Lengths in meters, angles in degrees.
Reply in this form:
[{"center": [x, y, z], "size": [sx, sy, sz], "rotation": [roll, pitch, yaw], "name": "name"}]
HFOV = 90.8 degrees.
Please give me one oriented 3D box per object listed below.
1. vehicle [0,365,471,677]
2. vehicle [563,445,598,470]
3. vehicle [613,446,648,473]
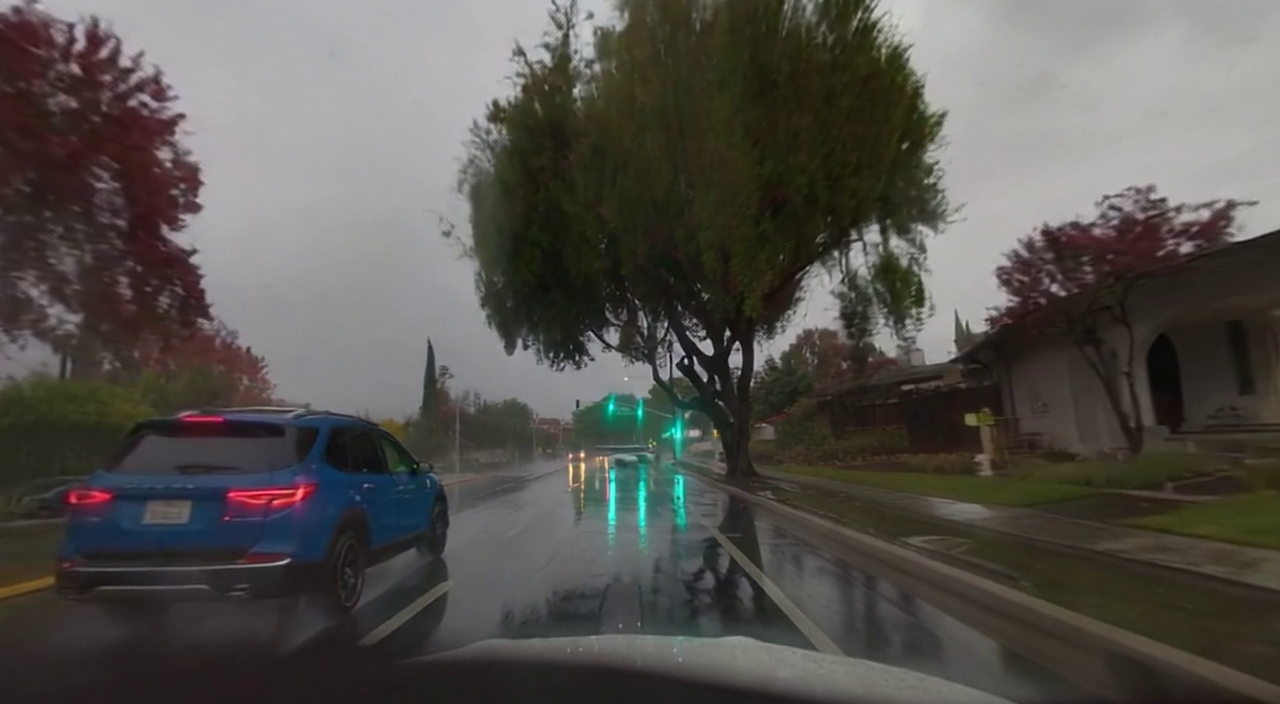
[{"center": [-3.693, 1.465, 6.846], "size": [2.276, 1.960, 5.561], "rotation": [0, -8, -1], "name": "vehicle"}, {"center": [-4.178, 7.514, 45.100], "size": [2.002, 1.688, 4.084], "rotation": [0, -8, 1], "name": "vehicle"}, {"center": [-0.577, 6.413, 37.870], "size": [2.016, 1.470, 3.784], "rotation": [0, -8, -1], "name": "vehicle"}]
